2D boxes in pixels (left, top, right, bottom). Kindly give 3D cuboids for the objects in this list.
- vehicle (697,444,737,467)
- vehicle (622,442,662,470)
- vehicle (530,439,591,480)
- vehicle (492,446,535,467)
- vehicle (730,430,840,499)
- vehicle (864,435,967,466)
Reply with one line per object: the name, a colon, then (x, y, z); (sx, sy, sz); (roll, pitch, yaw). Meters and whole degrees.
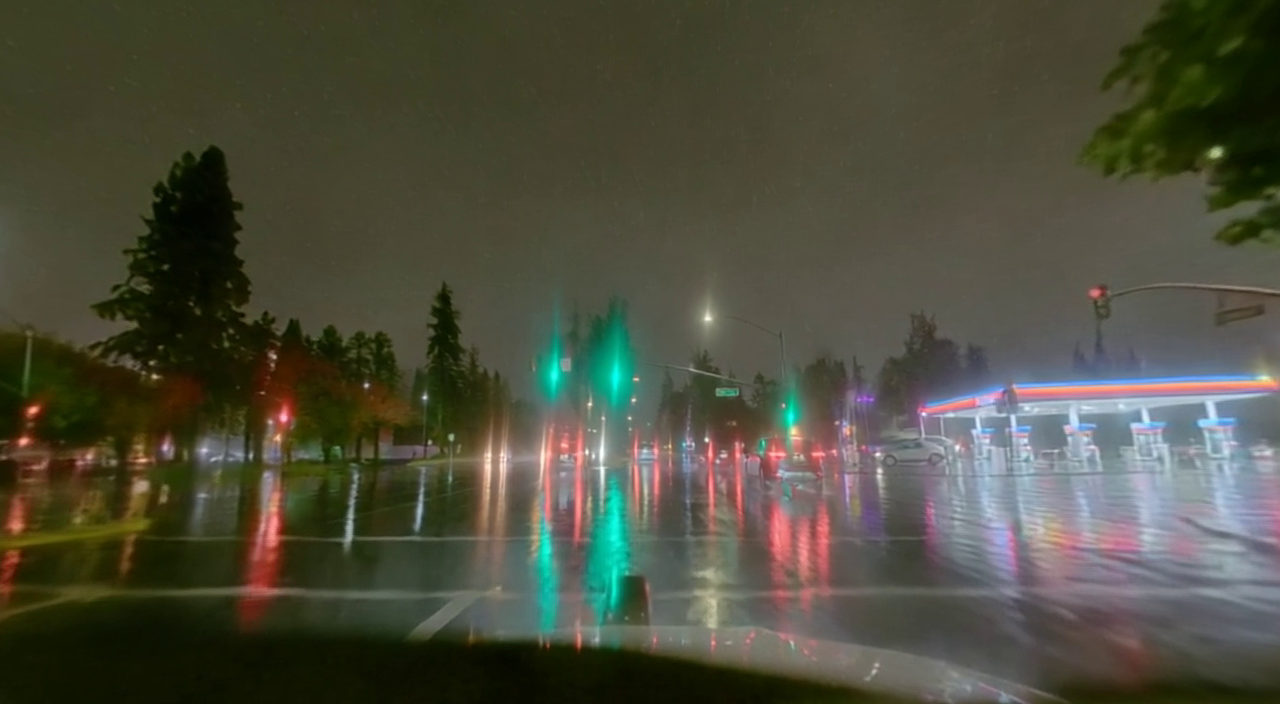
vehicle: (5.112, 6.962, 42.567); (2.174, 1.462, 4.400); (0, -8, 0)
vehicle: (0.115, 5.914, 36.014); (2.104, 1.477, 4.591); (0, -8, 0)
vehicle: (-3.304, 4.564, 26.989); (2.023, 1.607, 4.086); (0, -8, 1)
vehicle: (-9.091, 7.552, 45.733); (2.023, 1.433, 4.699); (-1, -8, 2)
vehicle: (3.899, 3.108, 17.753); (2.022, 1.683, 4.171); (0, -8, -1)
vehicle: (18.333, 6.572, 42.094); (5.585, 1.866, 2.607); (-1, -9, -3)
